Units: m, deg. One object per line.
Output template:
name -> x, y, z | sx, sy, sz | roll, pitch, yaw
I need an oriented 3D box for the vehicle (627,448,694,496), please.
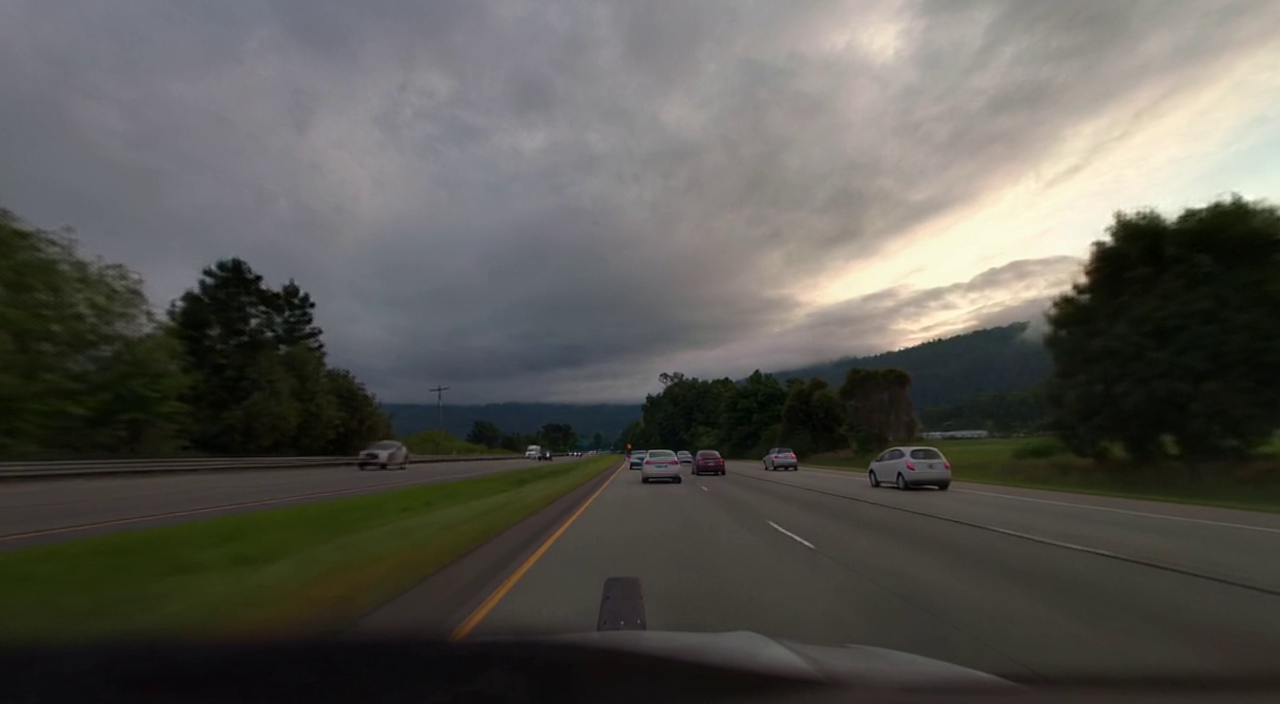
vehicle -> 0.629, 3.965, 21.110 | 2.020, 1.426, 3.702 | 0, -9, 0

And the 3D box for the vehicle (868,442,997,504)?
vehicle -> 8.233, 3.416, 18.160 | 1.847, 1.554, 3.752 | 0, -9, -1

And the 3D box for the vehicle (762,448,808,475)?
vehicle -> 9.104, 6.865, 39.810 | 1.957, 1.594, 3.632 | 0, -9, -1

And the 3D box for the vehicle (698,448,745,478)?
vehicle -> 4.364, 5.993, 34.256 | 1.981, 1.518, 4.029 | 0, -9, -1

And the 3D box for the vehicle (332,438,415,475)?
vehicle -> -12.147, 4.800, 29.028 | 1.950, 1.566, 4.141 | 0, -9, 0
